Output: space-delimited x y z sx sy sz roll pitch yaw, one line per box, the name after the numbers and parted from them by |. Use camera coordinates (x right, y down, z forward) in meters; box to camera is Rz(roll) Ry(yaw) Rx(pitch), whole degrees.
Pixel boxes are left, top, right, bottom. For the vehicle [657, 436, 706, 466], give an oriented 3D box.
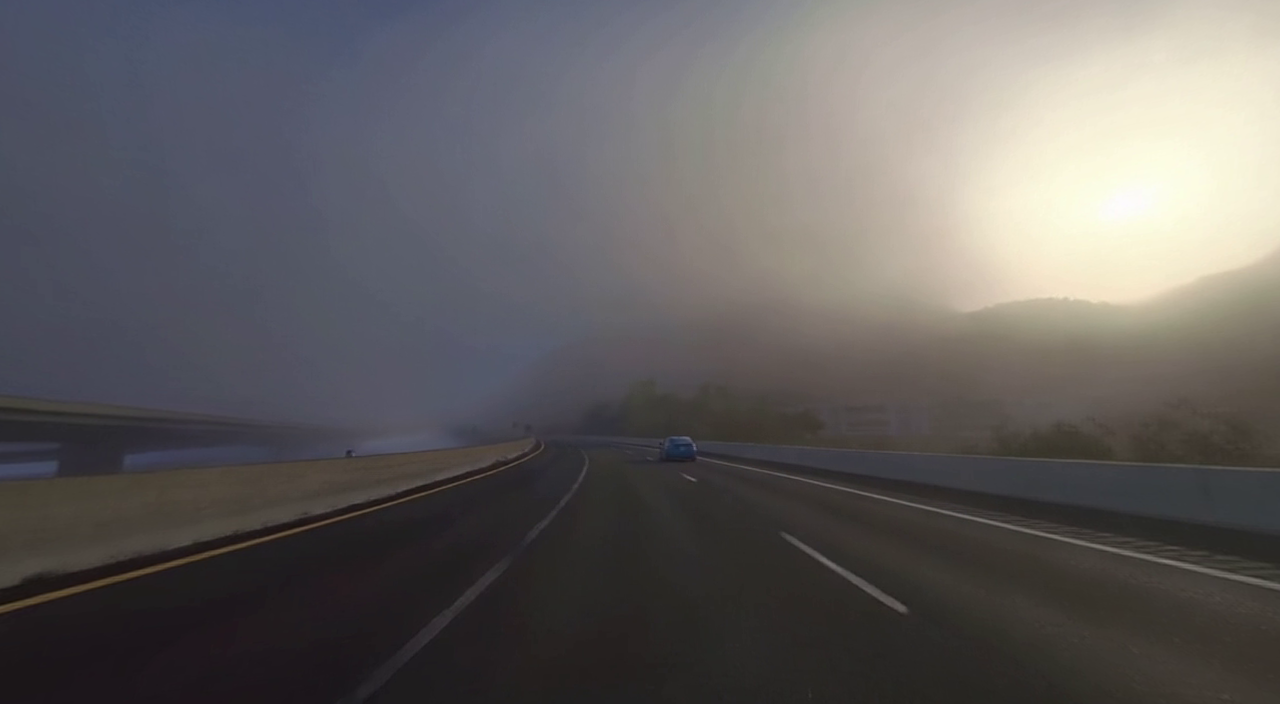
2.089 5.172 32.952 1.985 1.440 4.466 0 -8 -3 | vehicle
